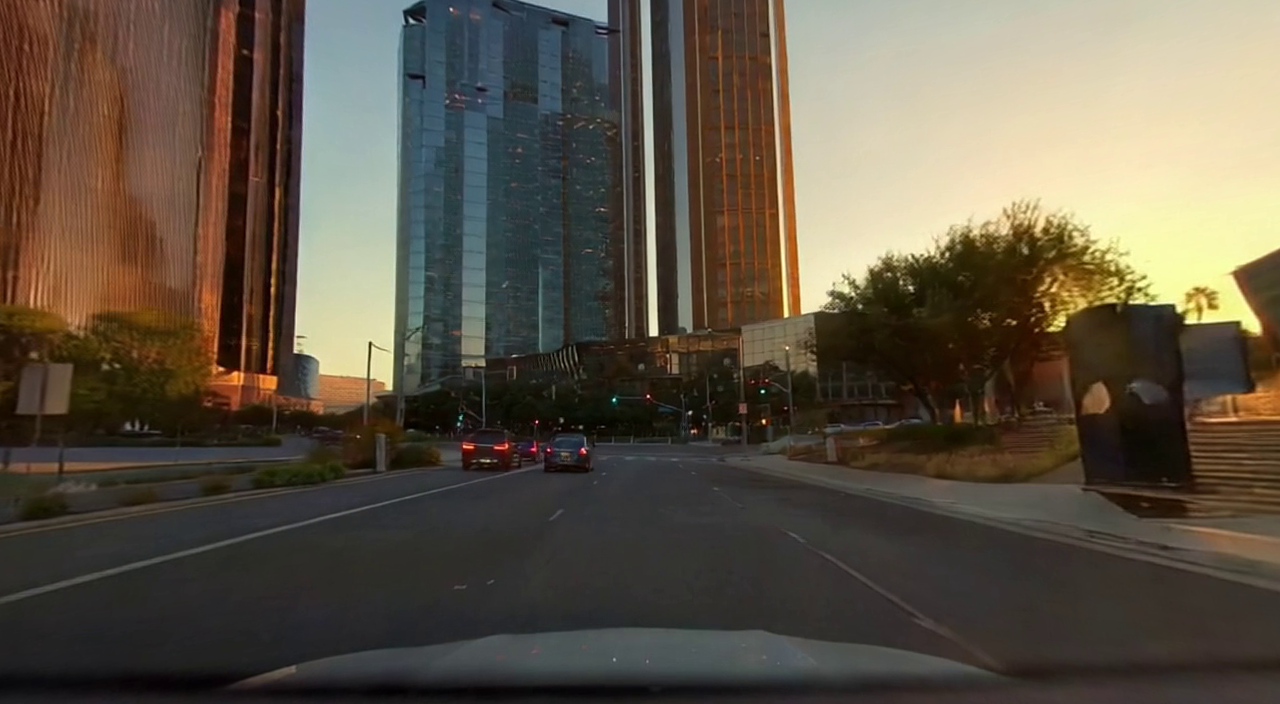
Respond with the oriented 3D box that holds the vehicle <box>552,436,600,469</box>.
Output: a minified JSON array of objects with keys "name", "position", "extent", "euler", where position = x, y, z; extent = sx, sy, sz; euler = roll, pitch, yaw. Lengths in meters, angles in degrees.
[{"name":"vehicle","position":[-3.522,5.682,35.623],"extent":[2.181,1.706,4.334],"euler":[0,-9,1]}]

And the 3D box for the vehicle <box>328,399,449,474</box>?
[{"name":"vehicle","position":[-12.508,4.396,32.228],"extent":[2.887,3.366,7.454],"euler":[0,-9,1]}]

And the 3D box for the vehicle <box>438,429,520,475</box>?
[{"name":"vehicle","position":[-6.976,4.393,27.855],"extent":[2.204,1.844,4.766],"euler":[0,-9,2]}]
